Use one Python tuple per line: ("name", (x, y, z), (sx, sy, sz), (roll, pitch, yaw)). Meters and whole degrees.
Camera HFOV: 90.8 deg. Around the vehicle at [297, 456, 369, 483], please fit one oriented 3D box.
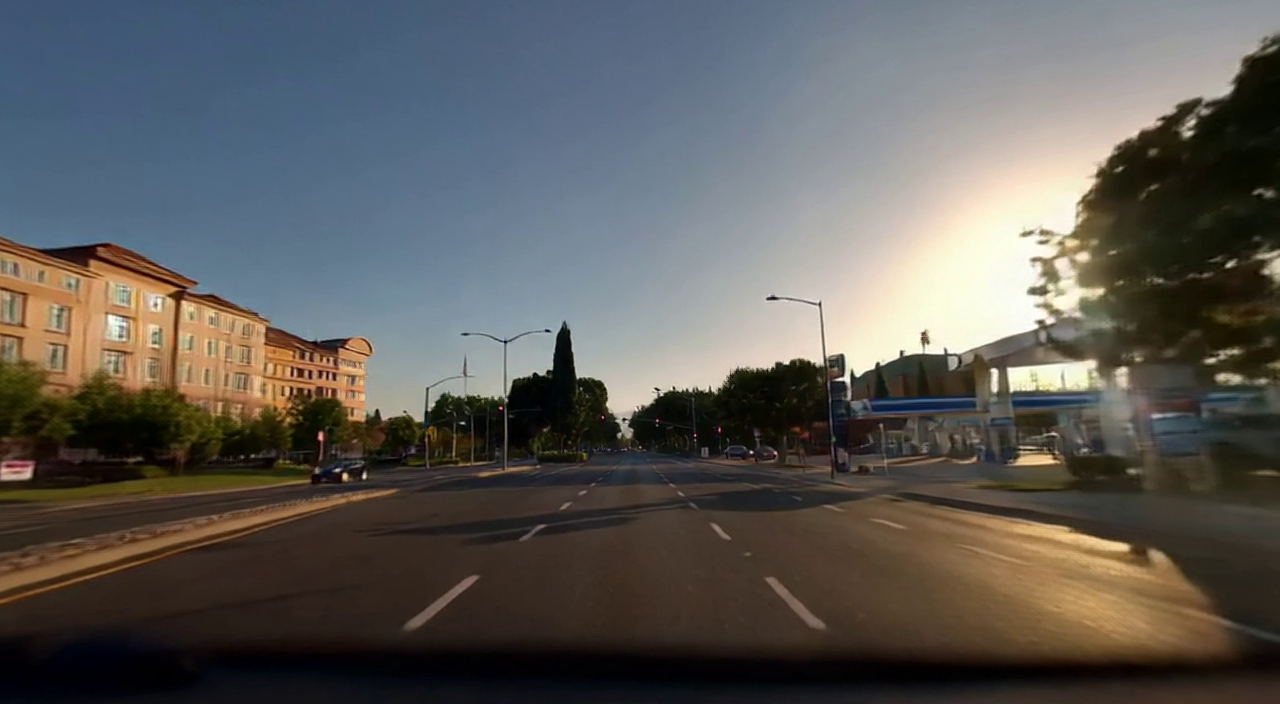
("vehicle", (-18.575, 7.095, 38.445), (2.048, 1.479, 4.490), (0, -8, 1))
